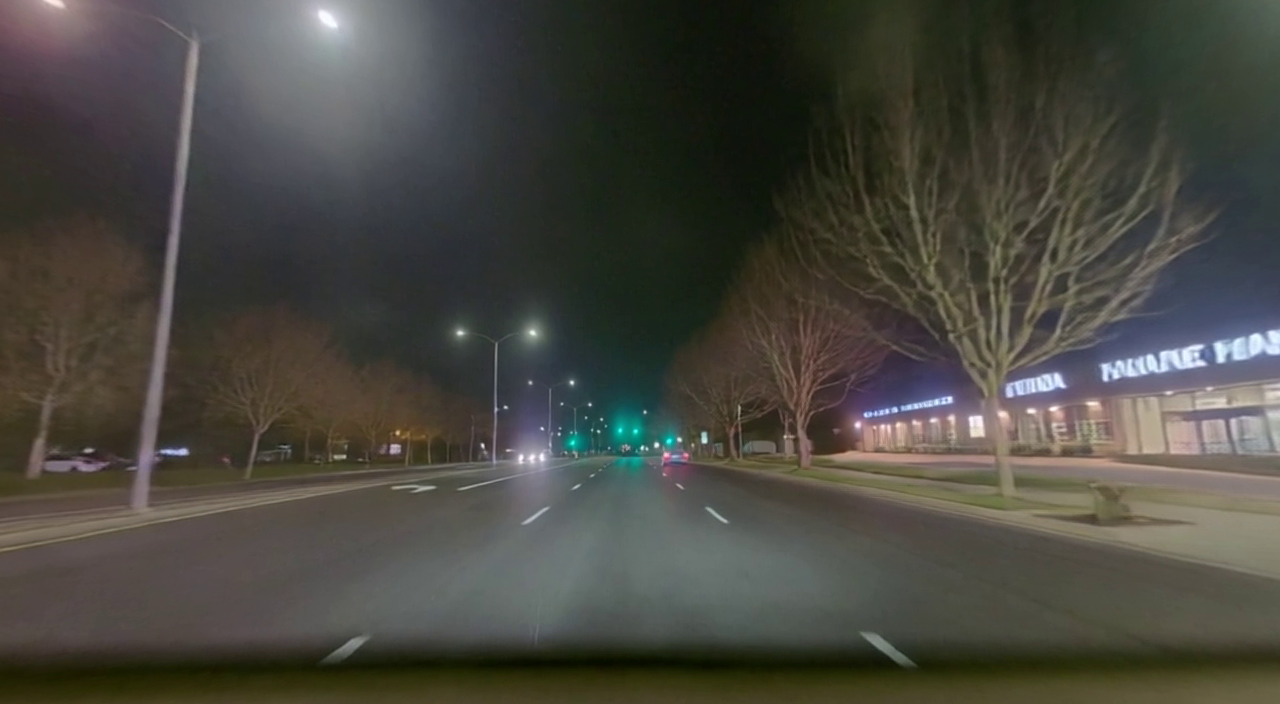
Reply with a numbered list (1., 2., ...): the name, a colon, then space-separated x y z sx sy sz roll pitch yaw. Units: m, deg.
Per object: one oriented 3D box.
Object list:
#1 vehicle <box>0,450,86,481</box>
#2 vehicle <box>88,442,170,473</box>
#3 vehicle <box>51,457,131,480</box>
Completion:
1. vehicle: -32.783 5.986 33.294 4.736 1.573 2.176 0 -8 -2
2. vehicle: -33.230 6.852 40.996 3.825 1.489 1.778 -7 -7 -2
3. vehicle: -33.576 7.124 38.545 3.332 1.339 1.610 0 -8 -2
